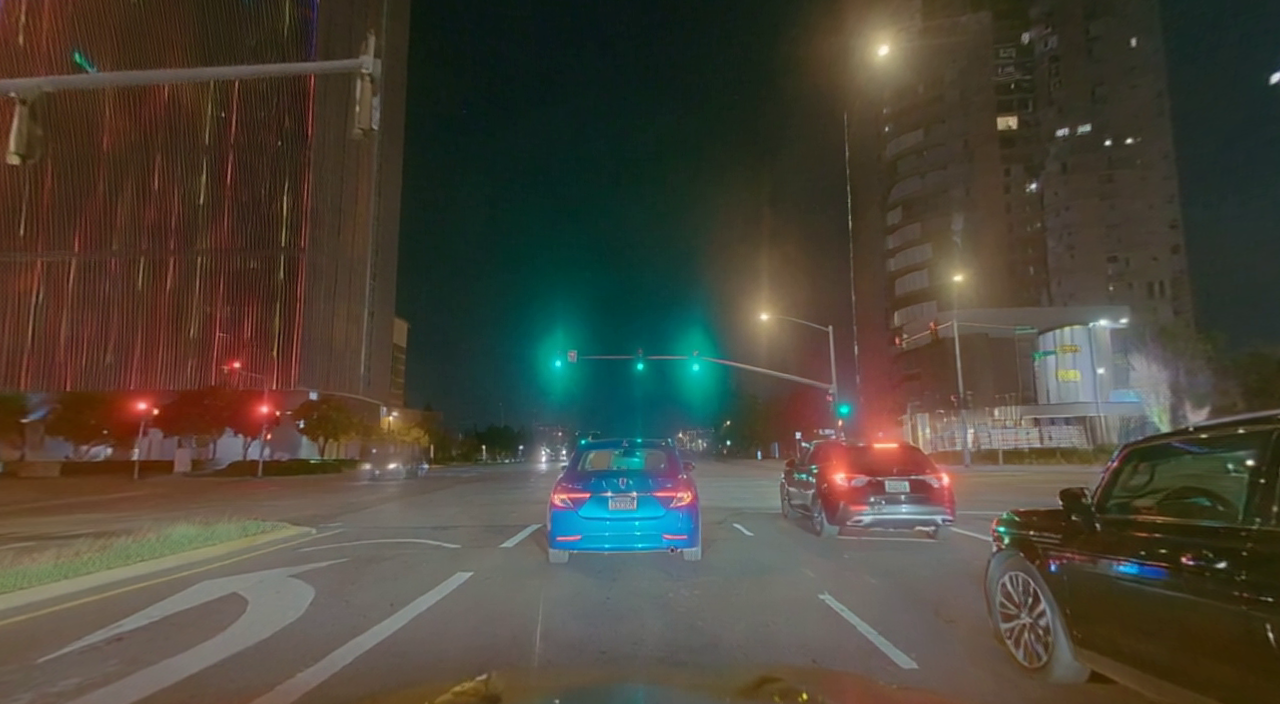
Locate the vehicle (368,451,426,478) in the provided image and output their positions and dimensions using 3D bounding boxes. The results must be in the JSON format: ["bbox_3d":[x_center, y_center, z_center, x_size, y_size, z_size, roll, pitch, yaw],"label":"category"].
[{"bbox_3d":[-14.714,6.830,38.565,1.817,1.442,4.371,0,-8,0],"label":"vehicle"}]

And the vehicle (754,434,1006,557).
[{"bbox_3d":[3.216,2.009,9.661,2.009,1.414,4.416,0,-8,-2],"label":"vehicle"}]

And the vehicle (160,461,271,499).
[{"bbox_3d":[-19.097,5.757,28.696,1.942,1.453,4.448,0,-9,0],"label":"vehicle"}]

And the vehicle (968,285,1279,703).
[{"bbox_3d":[3.016,0.633,1.573,2.047,1.785,4.357,0,-8,0],"label":"vehicle"}]

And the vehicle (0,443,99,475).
[{"bbox_3d":[-35.783,6.366,37.770,2.145,1.797,5.198,-1,-9,1],"label":"vehicle"}]

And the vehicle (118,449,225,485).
[{"bbox_3d":[-27.509,6.747,37.346,2.300,1.932,5.056,-1,-8,2],"label":"vehicle"}]

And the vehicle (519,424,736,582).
[{"bbox_3d":[-0.142,1.749,8.113,2.095,1.502,3.873,0,-8,-1],"label":"vehicle"}]

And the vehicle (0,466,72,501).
[{"bbox_3d":[-28.022,6.071,29.437,1.972,1.433,4.324,8,-12,-39],"label":"vehicle"}]
